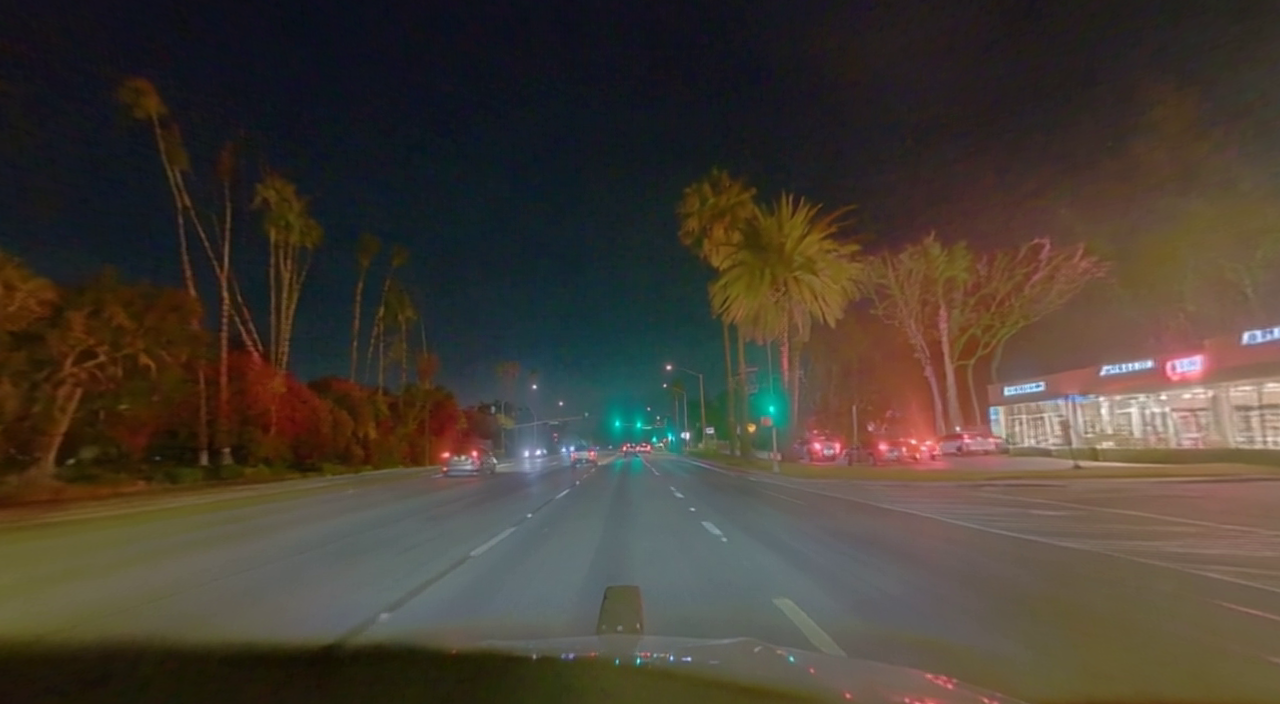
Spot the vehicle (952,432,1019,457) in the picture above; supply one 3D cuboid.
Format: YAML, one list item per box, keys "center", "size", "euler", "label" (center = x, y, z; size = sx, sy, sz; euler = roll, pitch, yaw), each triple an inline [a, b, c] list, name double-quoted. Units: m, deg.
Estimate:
- center: [26.409, 7.086, 48.476]
  size: [4.294, 1.705, 2.233]
  euler: [-6, -10, 25]
  label: "vehicle"

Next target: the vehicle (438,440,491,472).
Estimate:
- center: [-10.391, 6.206, 37.765]
  size: [2.022, 1.746, 4.406]
  euler: [0, -9, -1]
  label: "vehicle"

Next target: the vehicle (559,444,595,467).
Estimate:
- center: [-4.285, 7.113, 43.375]
  size: [2.181, 1.483, 4.123]
  euler: [0, -9, -2]
  label: "vehicle"

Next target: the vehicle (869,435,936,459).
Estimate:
- center: [20.039, 7.245, 48.249]
  size: [4.548, 1.741, 1.971]
  euler: [-5, -10, 25]
  label: "vehicle"
